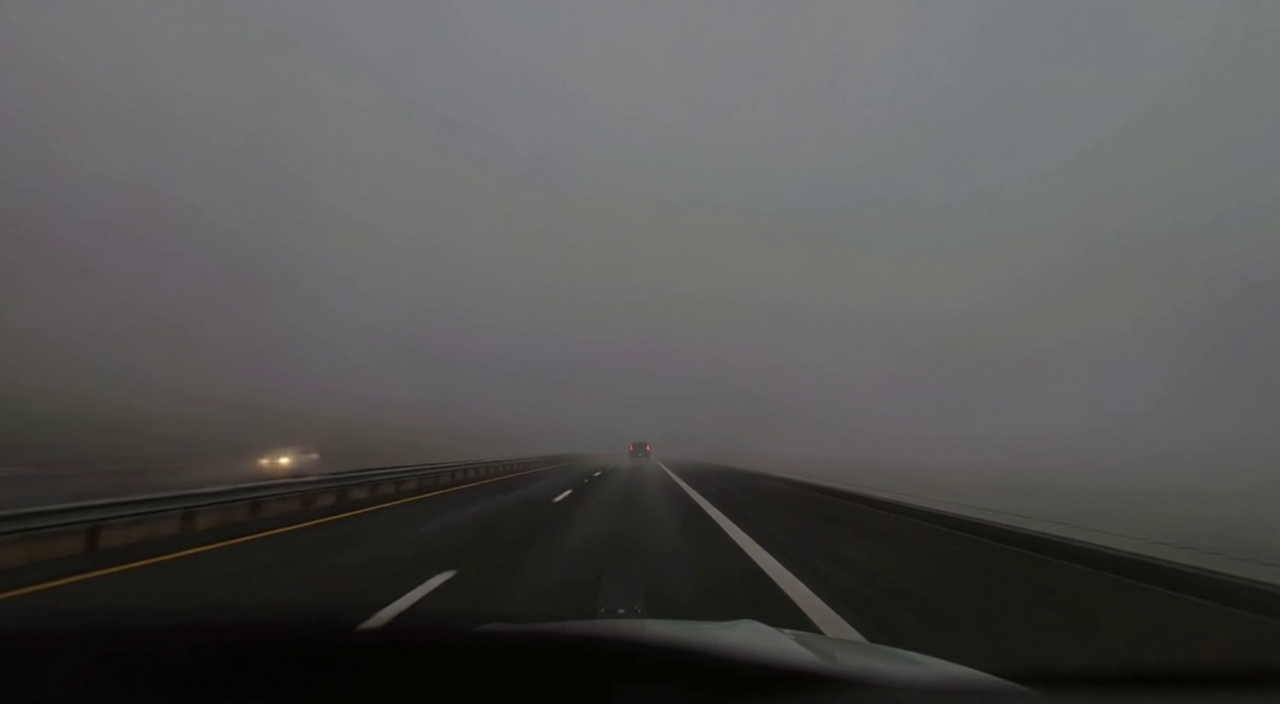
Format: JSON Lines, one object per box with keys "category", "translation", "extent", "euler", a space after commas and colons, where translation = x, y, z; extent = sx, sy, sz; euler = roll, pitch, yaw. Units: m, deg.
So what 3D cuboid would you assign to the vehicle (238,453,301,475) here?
{"category": "vehicle", "translation": [-28.410, 8.583, 48.482], "extent": [1.872, 1.504, 4.636], "euler": [-1, -9, 3]}
